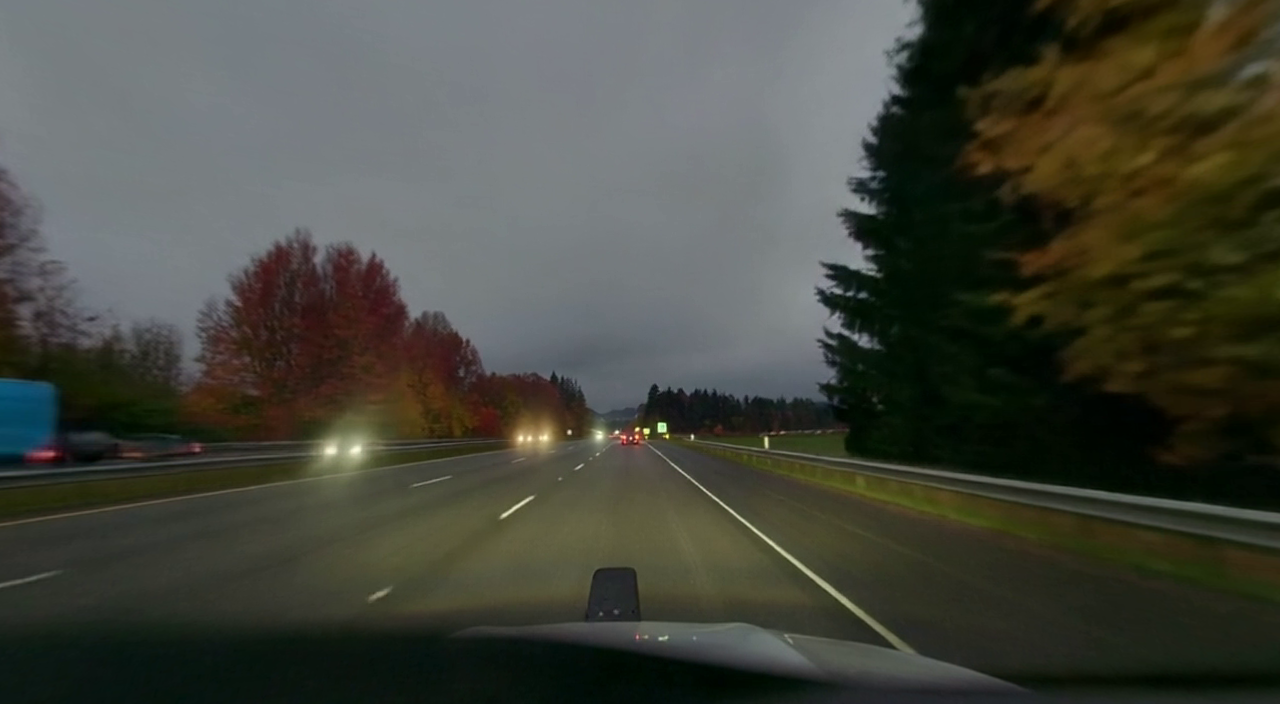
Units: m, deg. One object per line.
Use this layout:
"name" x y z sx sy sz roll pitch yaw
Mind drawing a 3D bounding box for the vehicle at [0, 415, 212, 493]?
"vehicle" -25.071 4.416 28.070 2.823 2.845 13.346 0 -8 -1

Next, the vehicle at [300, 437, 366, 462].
"vehicle" -20.916 6.636 43.063 2.053 1.552 4.961 0 -8 0
